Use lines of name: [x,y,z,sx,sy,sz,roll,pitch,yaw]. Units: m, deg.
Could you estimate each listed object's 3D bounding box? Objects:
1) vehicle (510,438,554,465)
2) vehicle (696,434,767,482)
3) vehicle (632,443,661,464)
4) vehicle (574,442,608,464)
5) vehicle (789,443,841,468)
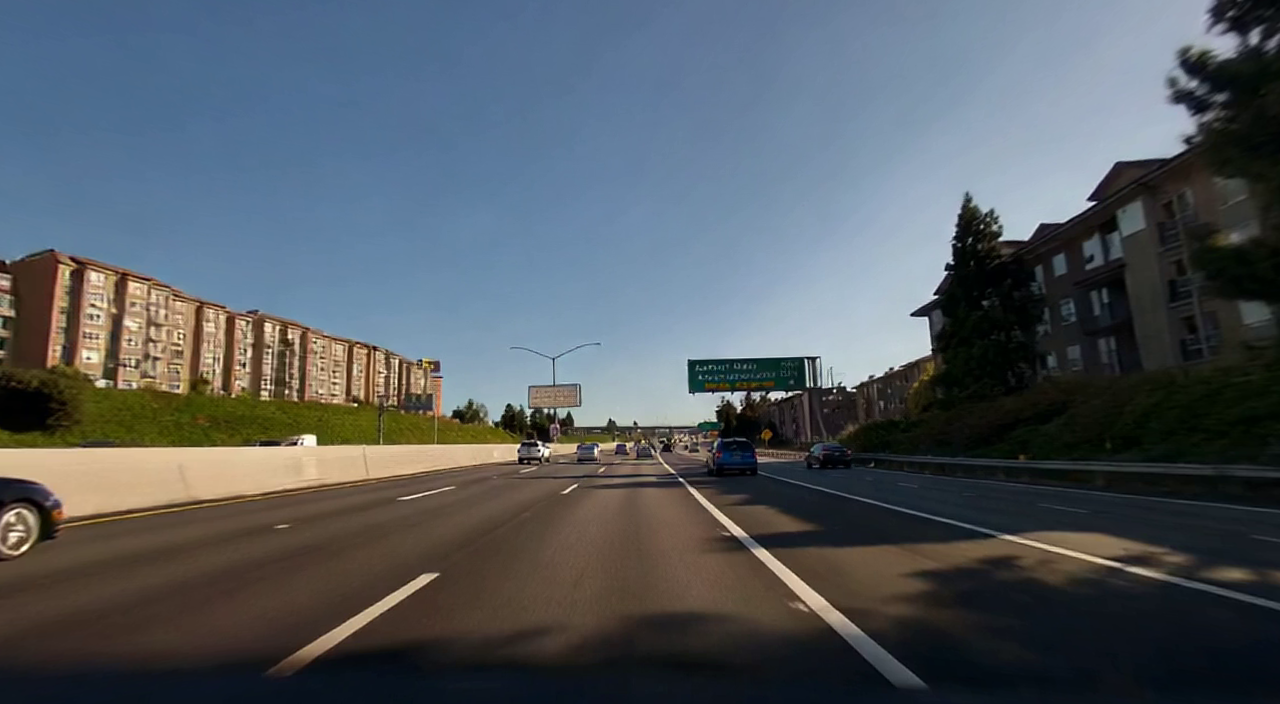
vehicle: [-7.238,6.718,42.648,2.057,1.733,4.589,0,-9,1]
vehicle: [3.501,4.150,24.987,2.080,1.694,4.286,0,-9,-1]
vehicle: [0.450,7.337,45.747,1.992,1.431,4.055,0,-9,0]
vehicle: [-3.458,7.207,45.140,2.002,1.466,4.378,0,-9,1]
vehicle: [11.035,6.557,40.227,2.061,1.459,4.273,0,-9,0]
